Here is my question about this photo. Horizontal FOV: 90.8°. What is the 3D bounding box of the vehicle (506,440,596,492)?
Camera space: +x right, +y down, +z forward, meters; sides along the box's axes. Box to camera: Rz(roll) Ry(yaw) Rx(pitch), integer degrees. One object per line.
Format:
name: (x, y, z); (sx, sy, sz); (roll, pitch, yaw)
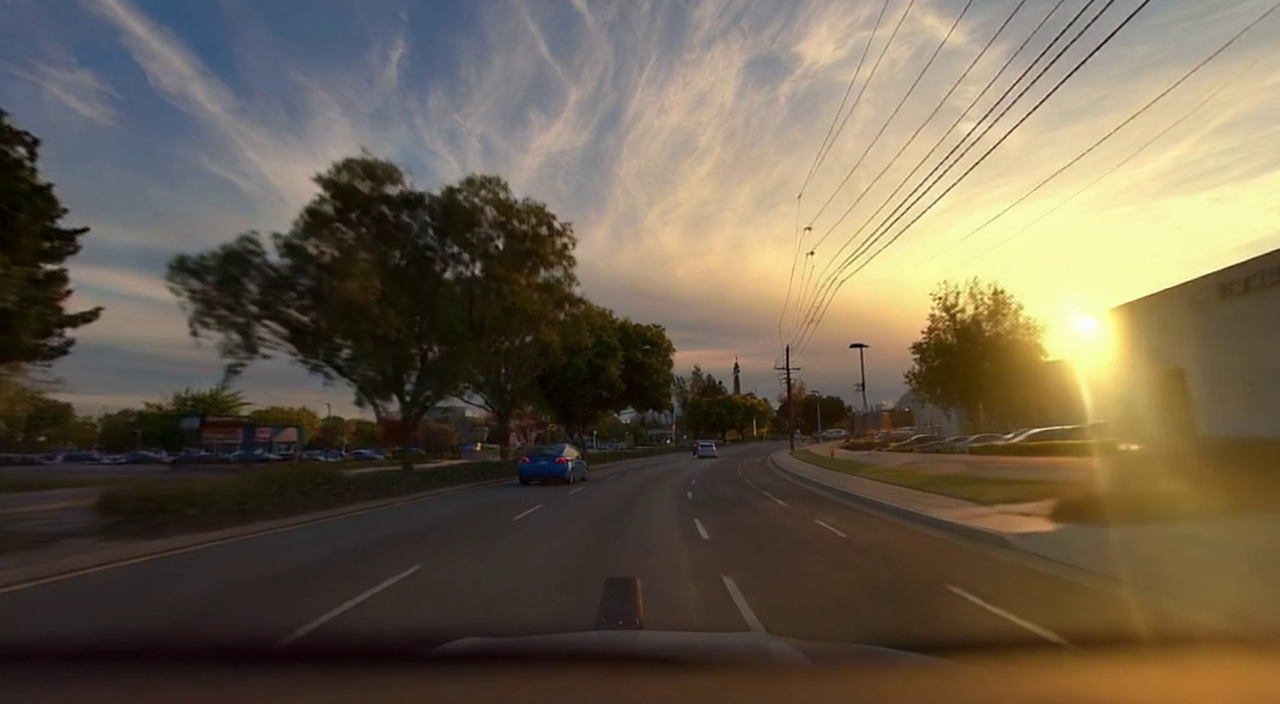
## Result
vehicle: (-2.772, 3.692, 20.850); (1.928, 1.488, 4.635); (-1, -8, 5)
